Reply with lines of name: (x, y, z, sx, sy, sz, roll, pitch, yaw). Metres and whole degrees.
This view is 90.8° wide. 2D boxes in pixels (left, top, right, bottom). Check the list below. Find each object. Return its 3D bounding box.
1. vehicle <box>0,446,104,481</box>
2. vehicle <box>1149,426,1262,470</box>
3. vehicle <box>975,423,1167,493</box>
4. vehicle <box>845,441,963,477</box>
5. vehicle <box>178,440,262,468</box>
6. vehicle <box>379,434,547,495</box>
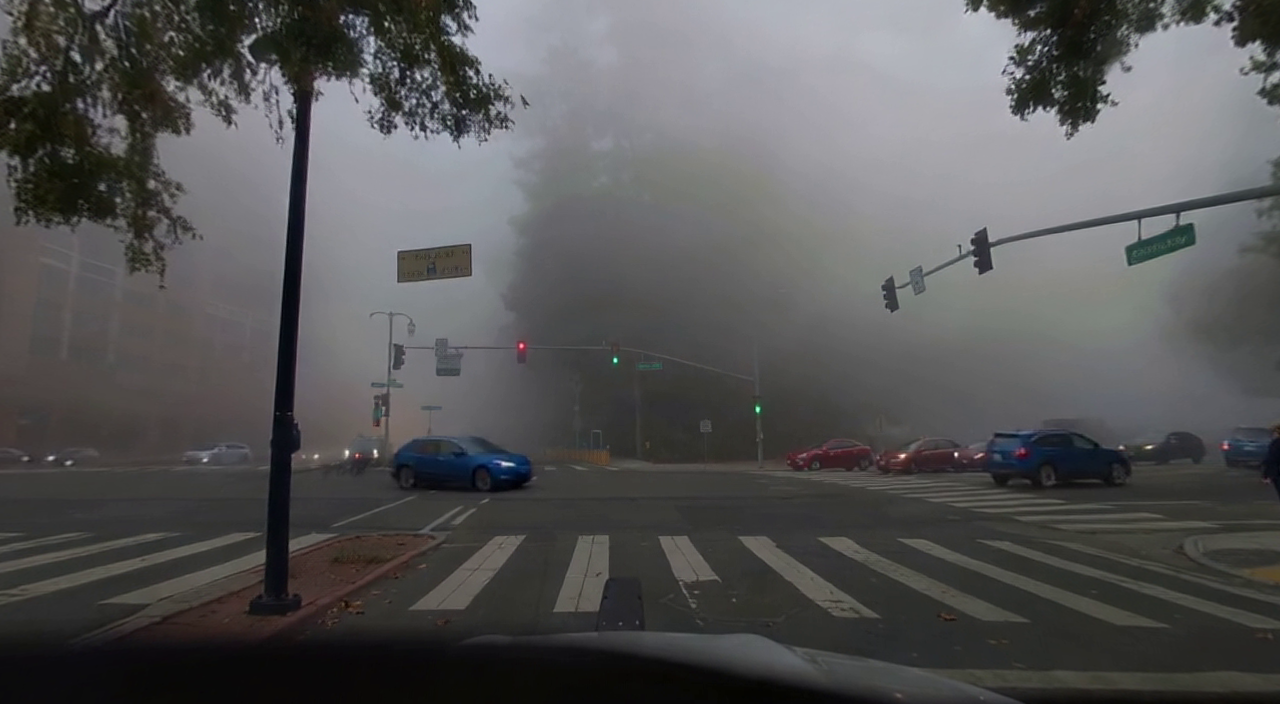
vehicle: (-27.242, 5.006, 28.663, 2.027, 1.435, 4.448, 0, -8, -3)
vehicle: (25.395, 4.346, 28.694, 2.457, 1.777, 6.196, -5, -10, 29)
vehicle: (12.425, 3.032, 18.324, 4.509, 1.821, 2.066, 2, -9, -16)
vehicle: (11.459, 4.623, 27.535, 4.317, 1.491, 1.896, 2, -9, -11)
vehicle: (-31.556, 7.650, 47.738, 2.456, 1.961, 5.978, 0, -8, -3)
vehicle: (-5.070, 3.174, 18.143, 4.312, 1.540, 2.007, -4, -9, 25)
